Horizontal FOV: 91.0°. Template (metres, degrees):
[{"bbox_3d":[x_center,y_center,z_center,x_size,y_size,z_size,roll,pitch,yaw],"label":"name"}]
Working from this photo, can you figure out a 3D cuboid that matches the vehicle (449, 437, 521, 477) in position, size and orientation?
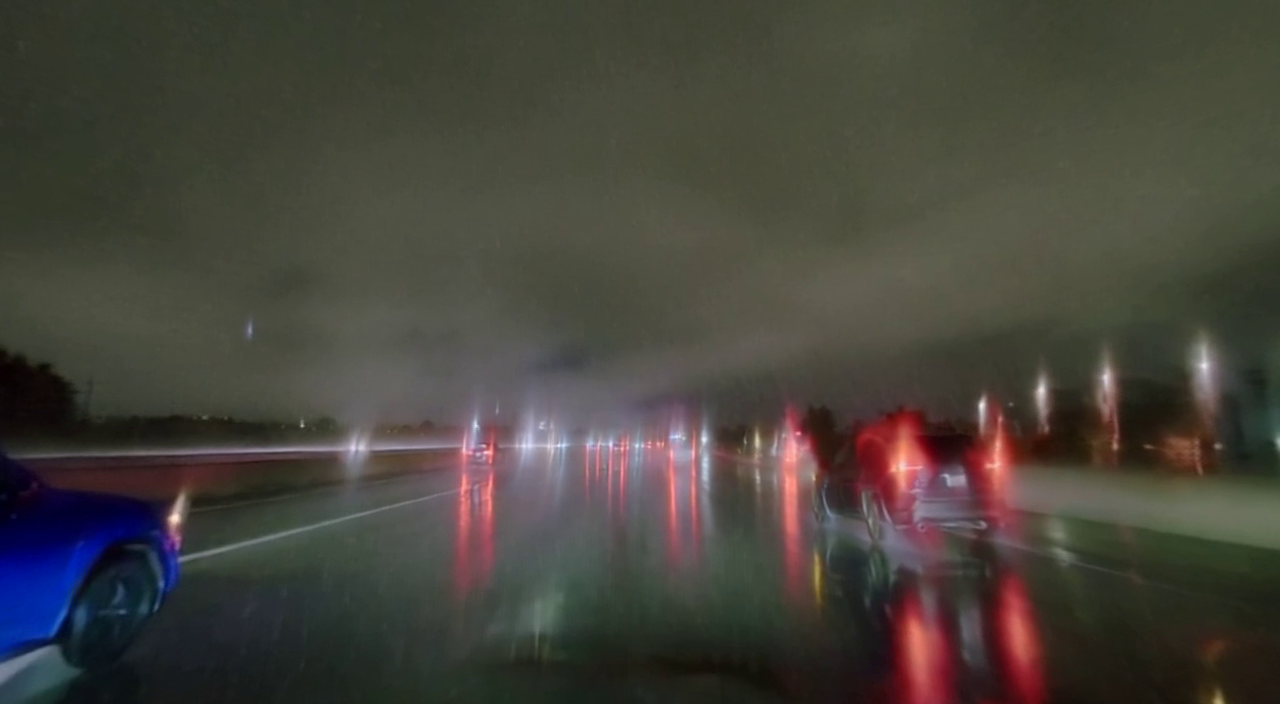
[{"bbox_3d":[-7.176,4.930,29.784,2.095,1.696,4.680,-1,-9,2],"label":"vehicle"}]

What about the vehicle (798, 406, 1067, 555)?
[{"bbox_3d":[4.303,1.978,10.388,2.153,1.860,4.689,0,-9,0],"label":"vehicle"}]

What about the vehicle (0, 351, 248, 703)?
[{"bbox_3d":[-3.982,0.796,2.251,2.214,1.743,4.465,-1,-9,1],"label":"vehicle"}]
